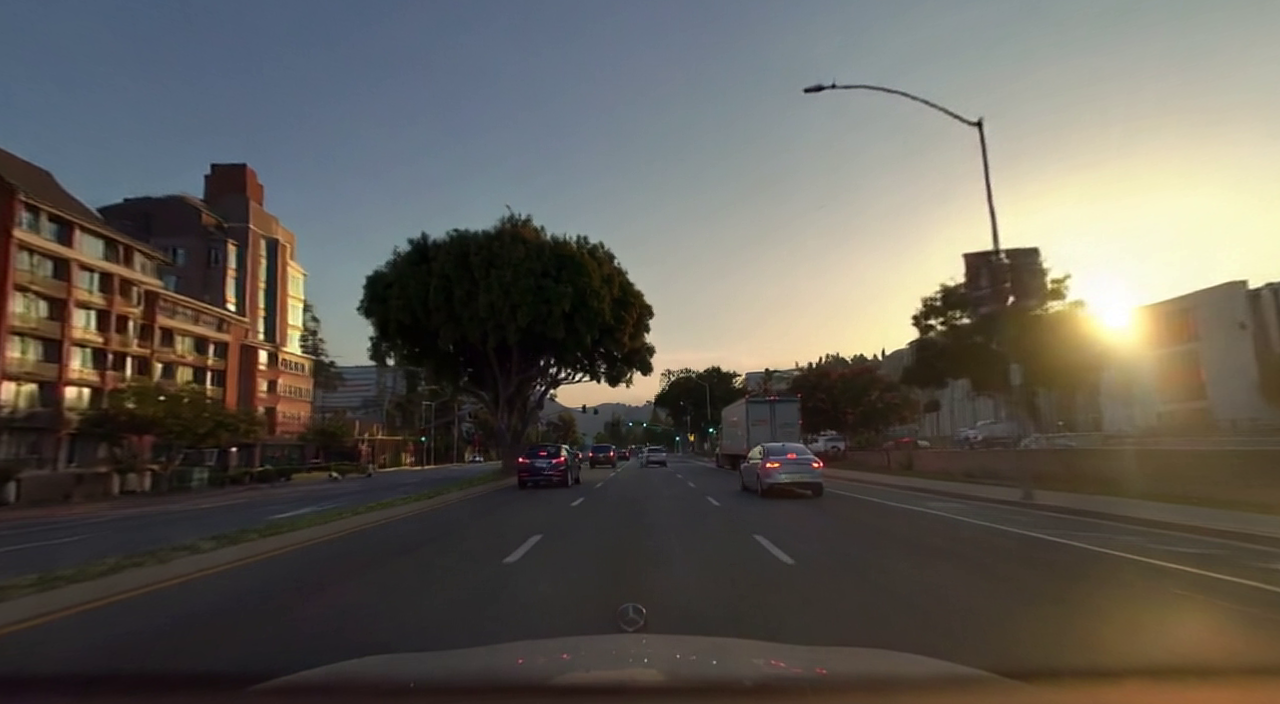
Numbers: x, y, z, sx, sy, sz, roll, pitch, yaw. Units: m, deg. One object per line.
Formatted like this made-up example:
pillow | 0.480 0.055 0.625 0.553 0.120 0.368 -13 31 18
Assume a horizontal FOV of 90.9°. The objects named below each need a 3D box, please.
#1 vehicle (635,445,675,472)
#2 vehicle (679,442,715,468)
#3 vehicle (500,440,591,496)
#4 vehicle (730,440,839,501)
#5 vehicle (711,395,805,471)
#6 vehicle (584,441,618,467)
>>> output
vehicle | 0.800 6.132 36.494 2.020 1.461 4.326 0 -8 -2
vehicle | 3.837 6.994 42.973 2.050 1.683 3.990 0 -8 0
vehicle | -2.763 3.502 19.474 2.003 1.509 4.396 -1 -8 2
vehicle | 3.805 3.201 17.428 1.972 1.452 4.189 0 -8 0
vehicle | 7.663 5.868 44.473 3.383 4.268 17.469 0 -8 0
vehicle | -2.800 7.488 46.470 2.137 1.796 4.304 0 -8 1
